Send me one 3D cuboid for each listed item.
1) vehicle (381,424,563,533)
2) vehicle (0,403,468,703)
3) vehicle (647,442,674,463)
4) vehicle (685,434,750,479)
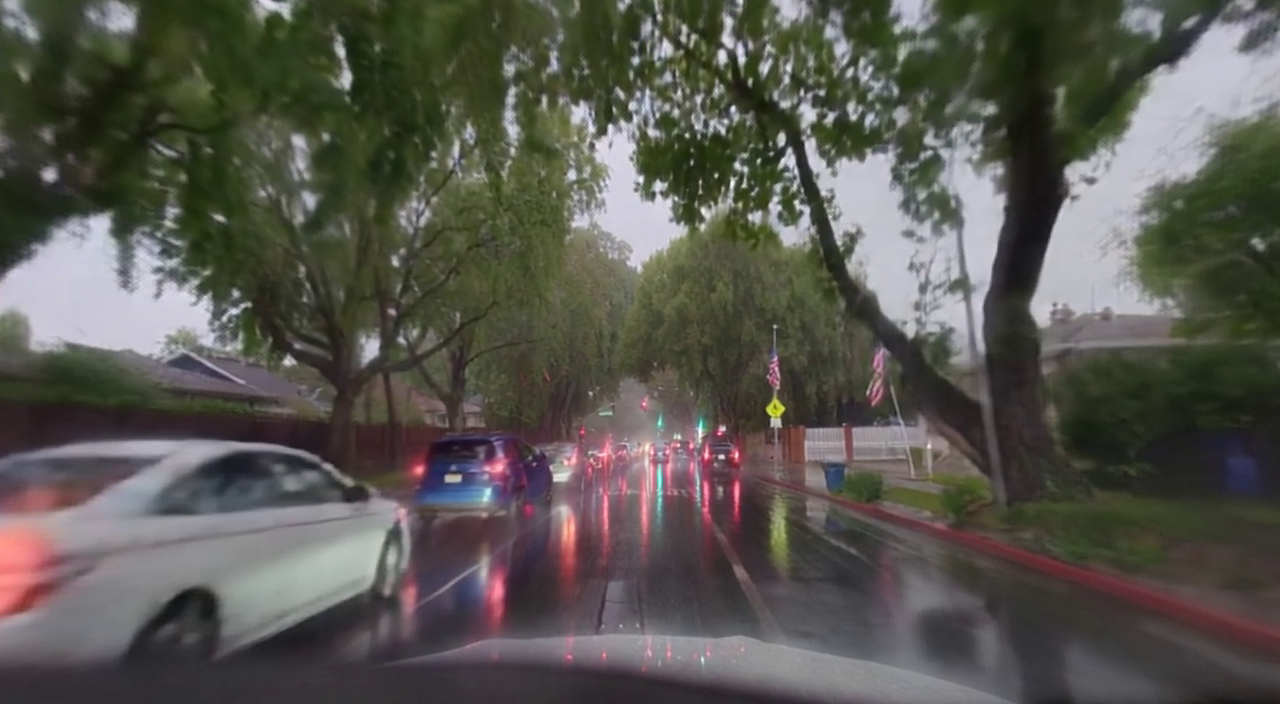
[{"bbox_3d":[-2.842,2.273,11.936,1.971,1.639,4.487,-1,-9,3],"label":"vehicle"},{"bbox_3d":[-2.762,1.228,4.323,1.807,1.475,3.952,-1,-9,4],"label":"vehicle"},{"bbox_3d":[1.531,7.407,46.632,1.927,1.453,3.848,-1,-9,3],"label":"vehicle"},{"bbox_3d":[3.131,4.353,26.564,2.258,1.682,4.635,0,-9,1],"label":"vehicle"}]
